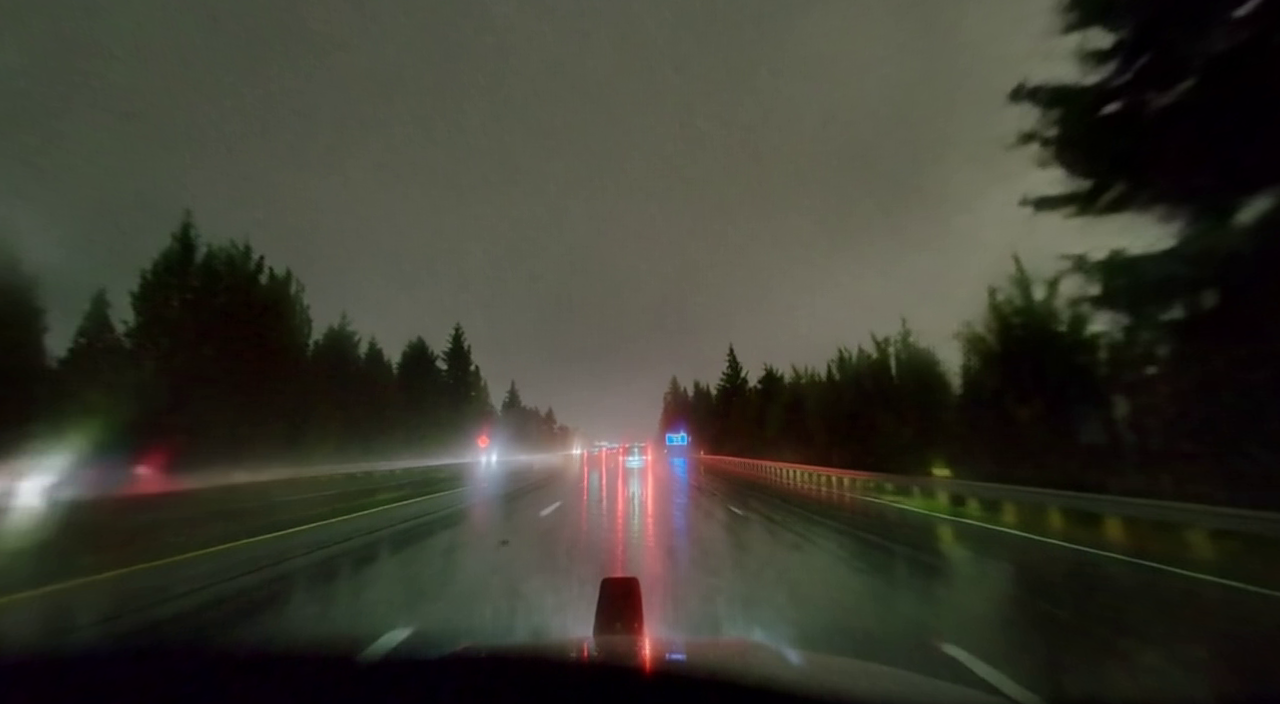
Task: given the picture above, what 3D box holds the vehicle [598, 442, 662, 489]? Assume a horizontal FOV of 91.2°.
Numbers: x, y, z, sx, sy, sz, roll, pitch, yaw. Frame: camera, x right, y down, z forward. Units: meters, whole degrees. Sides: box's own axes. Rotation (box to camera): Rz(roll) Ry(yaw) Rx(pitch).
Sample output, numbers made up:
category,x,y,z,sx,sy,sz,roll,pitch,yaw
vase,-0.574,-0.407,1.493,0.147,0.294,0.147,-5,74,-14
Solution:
category,x,y,z,sx,sy,sz,roll,pitch,yaw
vehicle,-0.352,4.010,22.467,2.066,1.490,3.759,-1,-9,-1
